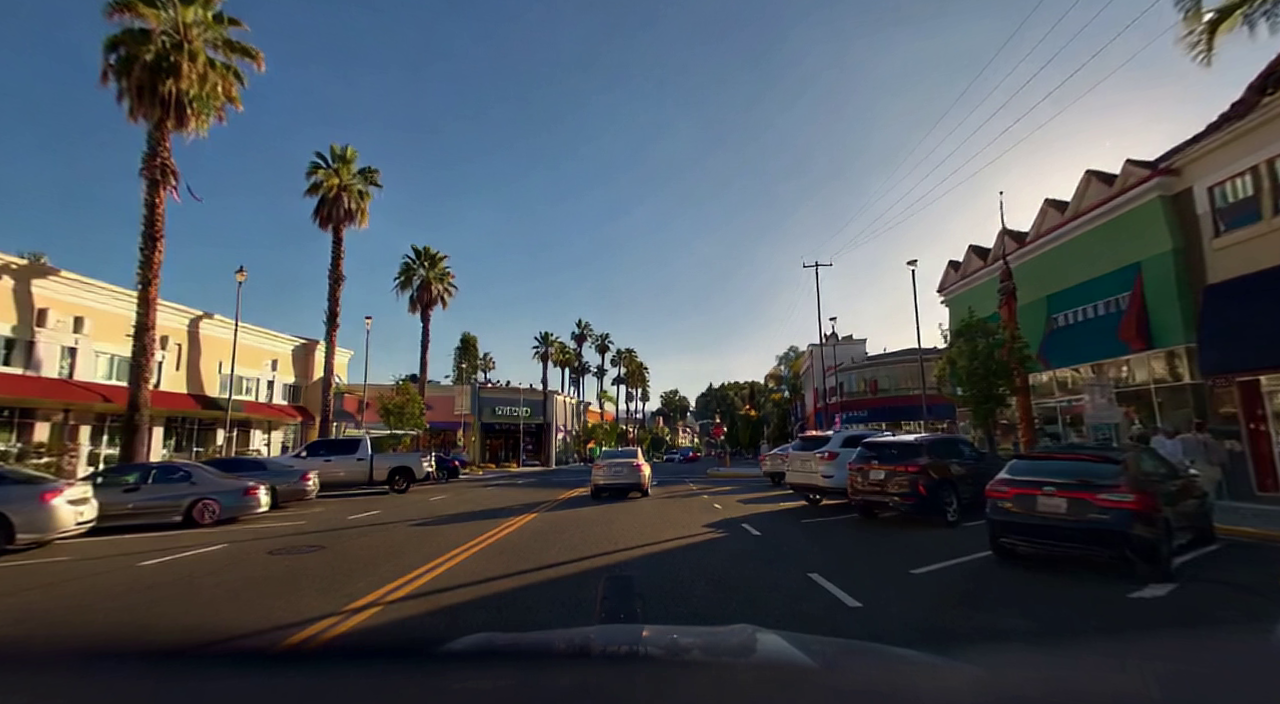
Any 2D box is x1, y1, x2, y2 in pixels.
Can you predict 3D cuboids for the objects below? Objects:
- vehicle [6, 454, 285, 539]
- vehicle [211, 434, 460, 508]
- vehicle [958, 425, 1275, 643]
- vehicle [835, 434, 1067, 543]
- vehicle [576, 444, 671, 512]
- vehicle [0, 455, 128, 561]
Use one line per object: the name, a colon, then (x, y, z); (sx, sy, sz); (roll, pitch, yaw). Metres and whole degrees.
vehicle: (-10.141, 2.915, 13.360); (4.266, 1.458, 1.976); (7, -11, -37)
vehicle: (-9.938, 3.875, 21.219); (6.873, 2.051, 2.823); (8, -12, -43)
vehicle: (5.280, 1.606, 6.704); (4.769, 1.478, 1.836); (8, -12, -44)
vehicle: (5.409, 2.211, 10.829); (4.105, 1.509, 1.839); (7, -11, -37)
vehicle: (-0.282, 3.115, 16.110); (2.031, 1.479, 3.969); (-1, -9, 4)
vehicle: (-10.449, 2.267, 9.214); (2.093, 1.470, 4.286); (-9, -12, 44)
